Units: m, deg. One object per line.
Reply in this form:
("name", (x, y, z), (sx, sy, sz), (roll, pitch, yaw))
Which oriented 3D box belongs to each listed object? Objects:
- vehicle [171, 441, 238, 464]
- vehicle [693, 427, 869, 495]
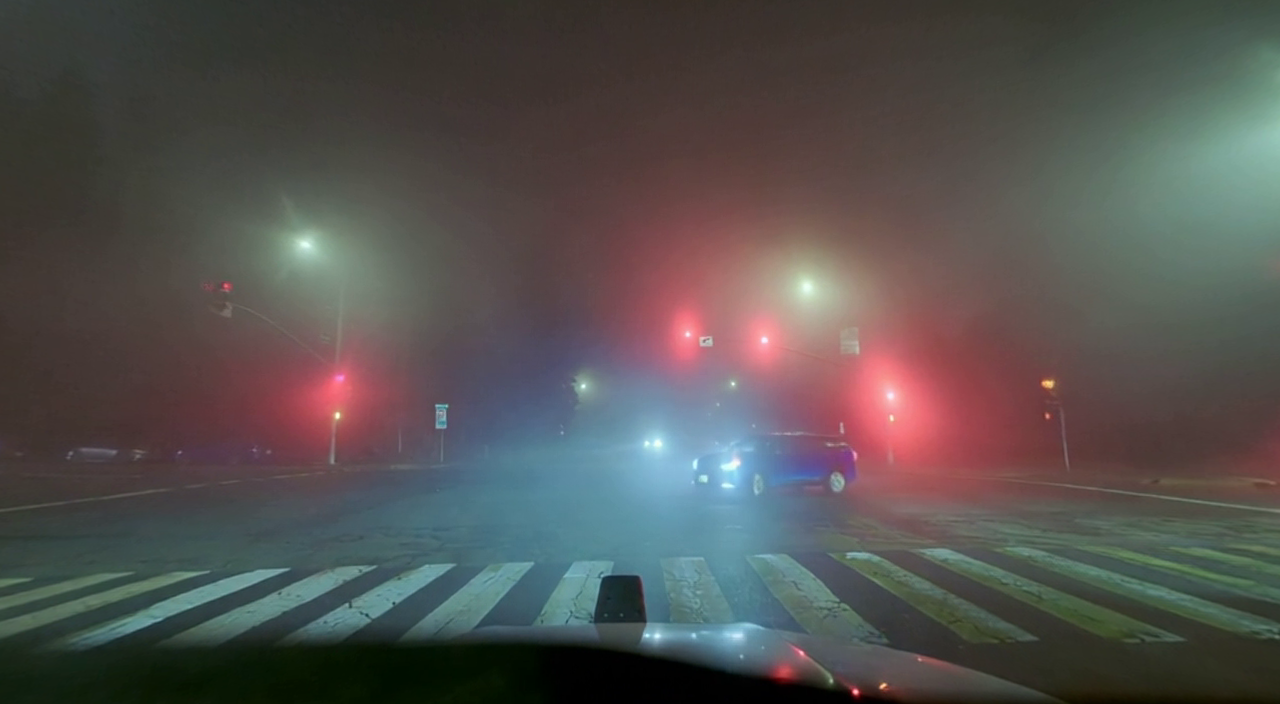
("vehicle", (-29.108, 6.697, 42.047), (1.696, 1.431, 3.686), (0, -8, 3))
("vehicle", (4.086, 3.119, 18.357), (4.580, 1.768, 2.134), (3, -9, -22))
